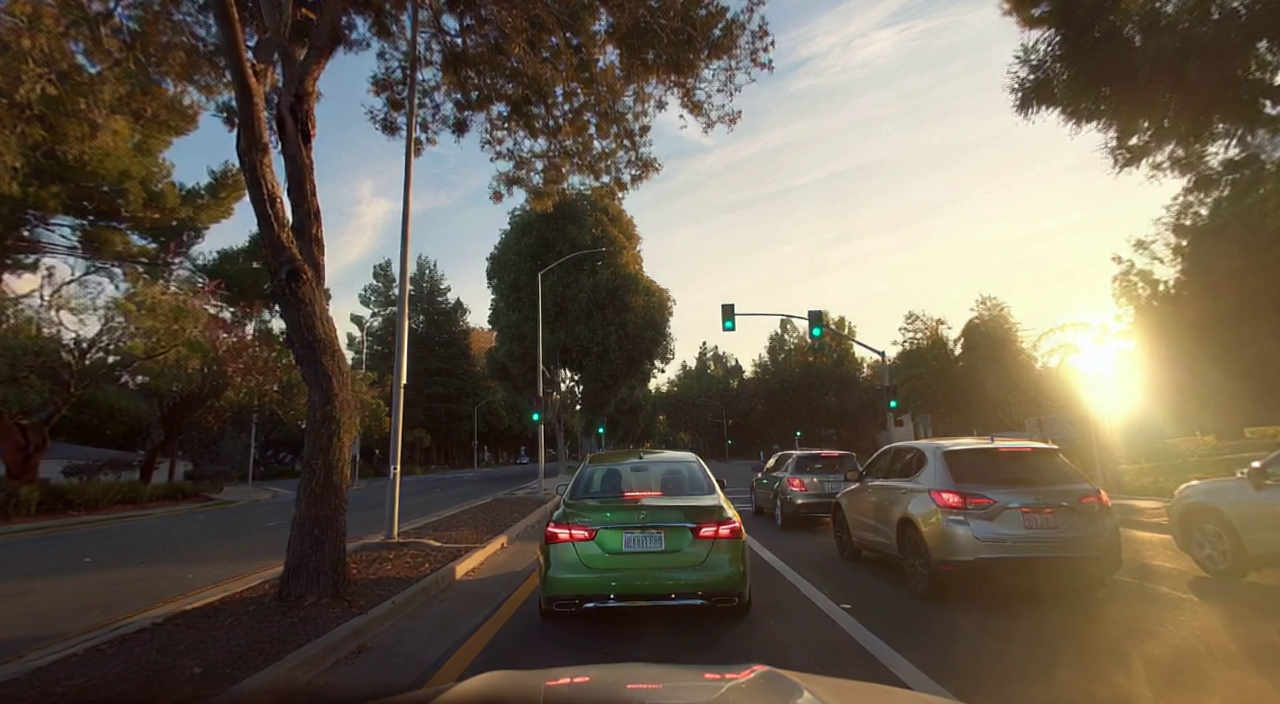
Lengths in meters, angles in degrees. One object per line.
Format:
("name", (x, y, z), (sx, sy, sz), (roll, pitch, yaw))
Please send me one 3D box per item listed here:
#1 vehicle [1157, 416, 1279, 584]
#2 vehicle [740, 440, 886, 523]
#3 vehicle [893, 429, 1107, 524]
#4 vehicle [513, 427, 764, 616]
("vehicle", (6.939, 1.342, 5.580), (1.783, 1.572, 3.421), (0, -9, 1))
("vehicle", (3.525, 2.721, 13.817), (1.934, 1.494, 4.446), (0, -9, 0))
("vehicle", (7.018, 2.464, 12.906), (1.923, 1.611, 4.094), (0, -9, 0))
("vehicle", (0.011, 1.681, 7.104), (2.015, 1.502, 3.898), (0, -9, 1))
